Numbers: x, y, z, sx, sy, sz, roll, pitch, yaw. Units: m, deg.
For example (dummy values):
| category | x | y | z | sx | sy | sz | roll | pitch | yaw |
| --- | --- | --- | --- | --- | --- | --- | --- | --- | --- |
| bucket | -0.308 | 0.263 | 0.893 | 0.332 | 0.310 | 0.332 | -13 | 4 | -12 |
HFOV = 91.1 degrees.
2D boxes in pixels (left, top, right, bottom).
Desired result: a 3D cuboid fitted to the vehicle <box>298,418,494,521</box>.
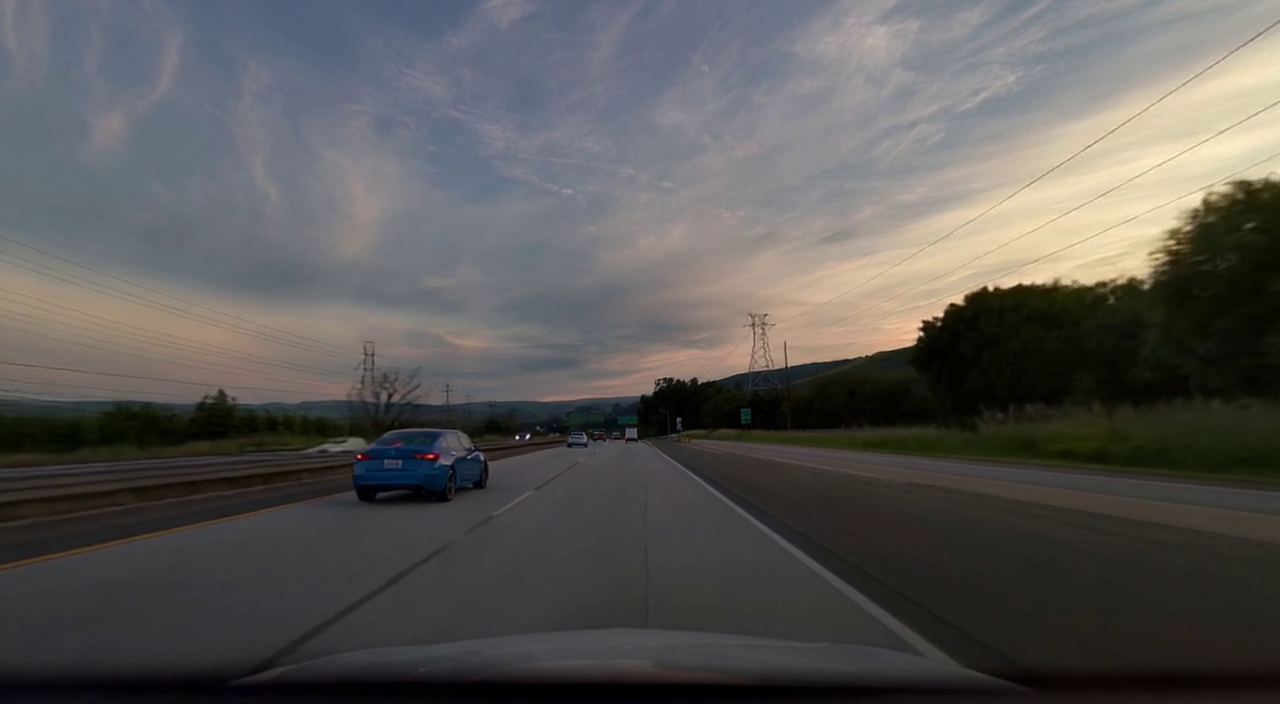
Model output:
| category | x | y | z | sx | sy | sz | roll | pitch | yaw |
| --- | --- | --- | --- | --- | --- | --- | --- | --- | --- |
| vehicle | -4.283 | 2.103 | 11.899 | 2.023 | 1.580 | 4.259 | 0 | -8 | -1 |
